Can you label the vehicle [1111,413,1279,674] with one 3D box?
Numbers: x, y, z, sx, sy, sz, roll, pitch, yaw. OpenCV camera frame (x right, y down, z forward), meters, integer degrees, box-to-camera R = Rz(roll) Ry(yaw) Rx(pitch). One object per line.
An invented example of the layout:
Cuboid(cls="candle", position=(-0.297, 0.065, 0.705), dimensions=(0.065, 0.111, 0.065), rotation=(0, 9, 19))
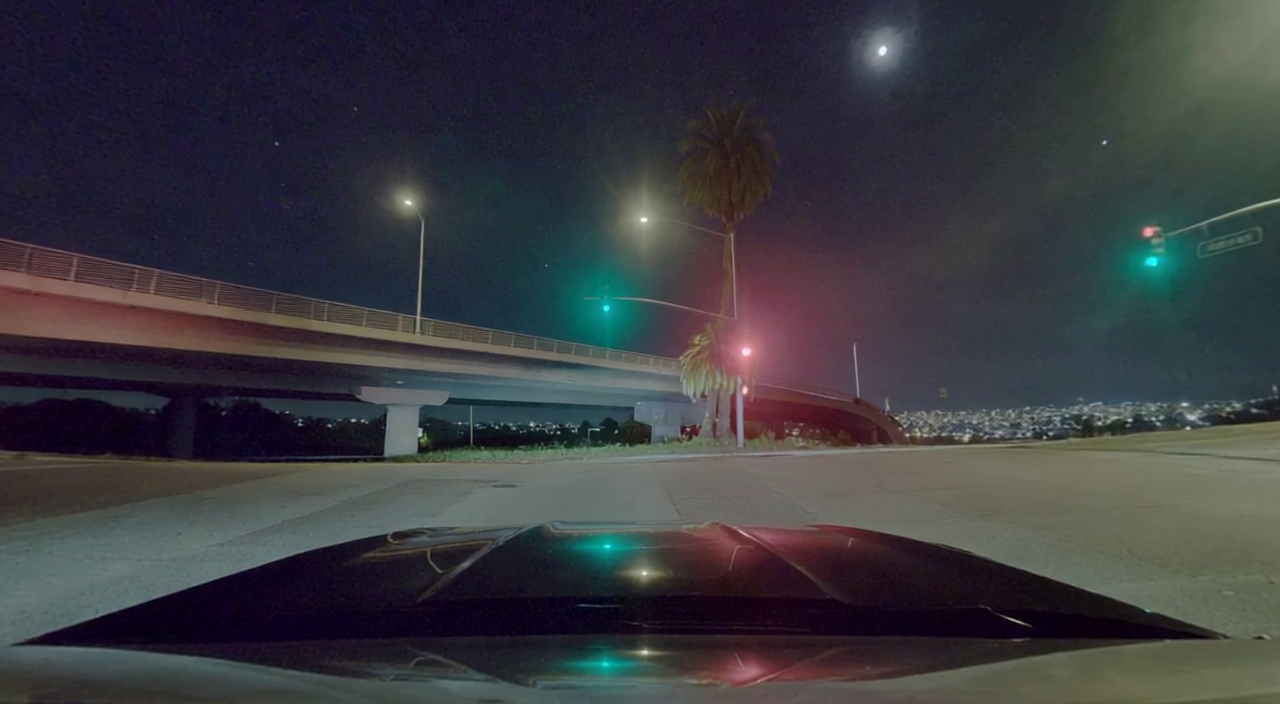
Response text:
Cuboid(cls="vehicle", position=(4.517, 0.972, 2.758), dimensions=(1.959, 1.485, 4.628), rotation=(-2, -9, 9))
